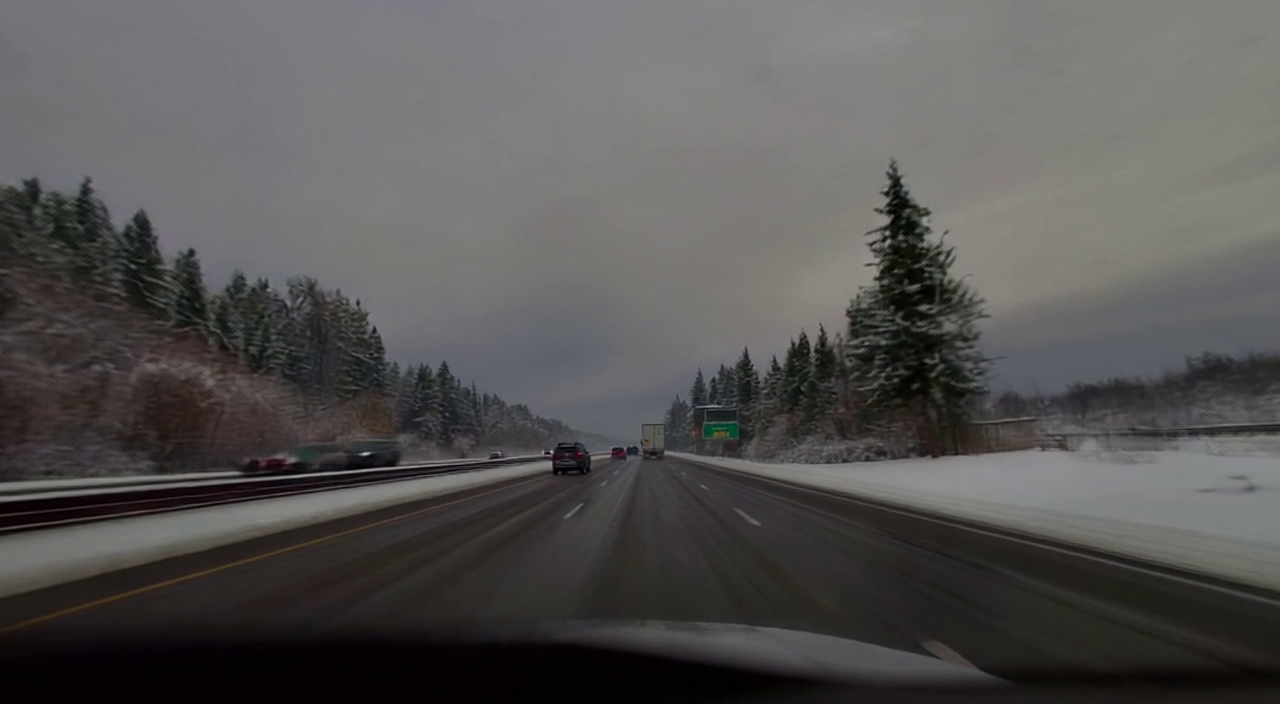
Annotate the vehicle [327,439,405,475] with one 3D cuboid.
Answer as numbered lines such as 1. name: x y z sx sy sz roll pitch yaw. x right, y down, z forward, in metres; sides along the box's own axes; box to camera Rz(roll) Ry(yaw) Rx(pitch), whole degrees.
1. vehicle: -16.120 6.208 37.497 2.092 1.982 5.339 0 -9 1

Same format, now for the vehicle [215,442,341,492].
1. vehicle: -12.609 4.021 22.345 1.926 1.566 4.142 0 -9 1

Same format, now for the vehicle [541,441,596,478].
1. vehicle: -3.329 5.118 30.200 2.057 1.618 4.212 0 -9 1
